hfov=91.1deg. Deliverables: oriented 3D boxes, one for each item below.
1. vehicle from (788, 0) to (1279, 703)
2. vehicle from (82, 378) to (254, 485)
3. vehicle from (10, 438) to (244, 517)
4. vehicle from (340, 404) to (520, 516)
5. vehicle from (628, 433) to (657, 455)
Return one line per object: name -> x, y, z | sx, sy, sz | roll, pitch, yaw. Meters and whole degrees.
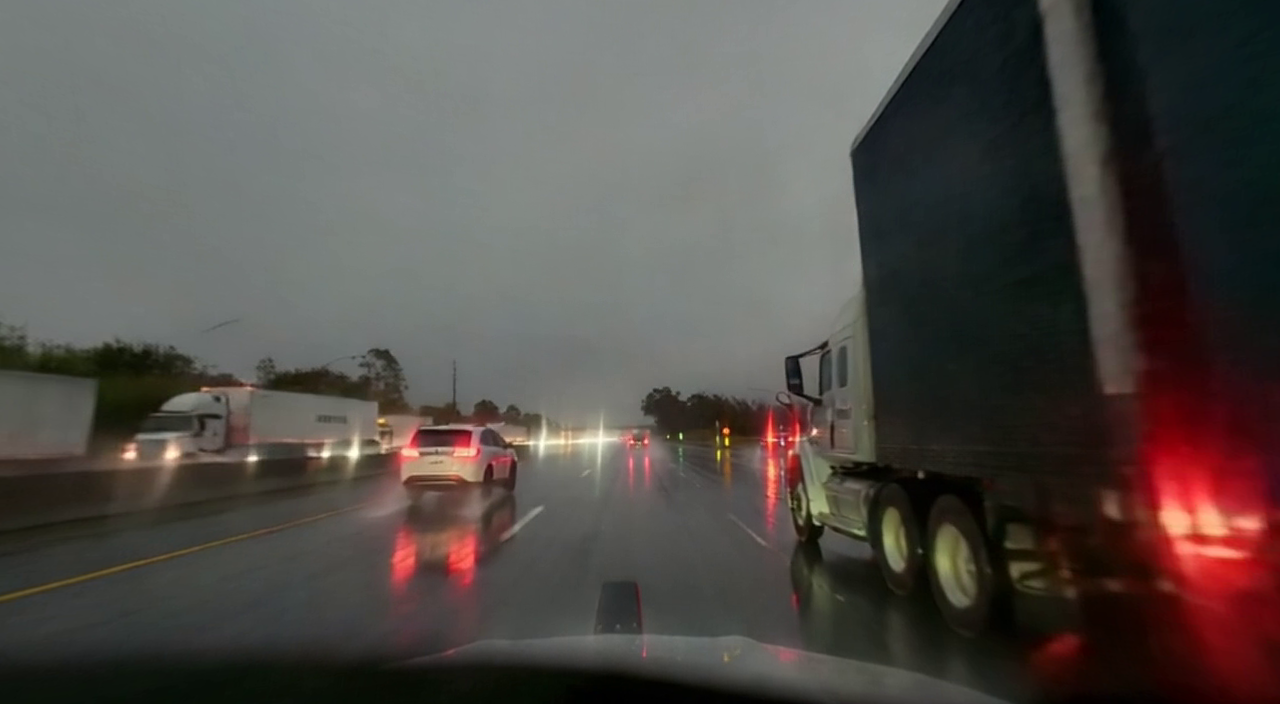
vehicle -> 3.565, -0.060, 5.522 | 3.024, 4.287, 5.601 | 1, -7, -1
vehicle -> -19.544, 3.336, 26.526 | 3.070, 4.049, 5.097 | 0, -8, -1
vehicle -> -11.083, 2.672, 14.057 | 1.891, 1.475, 3.958 | 0, -8, 0
vehicle -> -4.007, 2.144, 13.068 | 2.115, 1.887, 4.721 | 0, -8, 0
vehicle -> 0.164, 6.839, 46.692 | 2.051, 1.528, 4.265 | 0, -8, -1
